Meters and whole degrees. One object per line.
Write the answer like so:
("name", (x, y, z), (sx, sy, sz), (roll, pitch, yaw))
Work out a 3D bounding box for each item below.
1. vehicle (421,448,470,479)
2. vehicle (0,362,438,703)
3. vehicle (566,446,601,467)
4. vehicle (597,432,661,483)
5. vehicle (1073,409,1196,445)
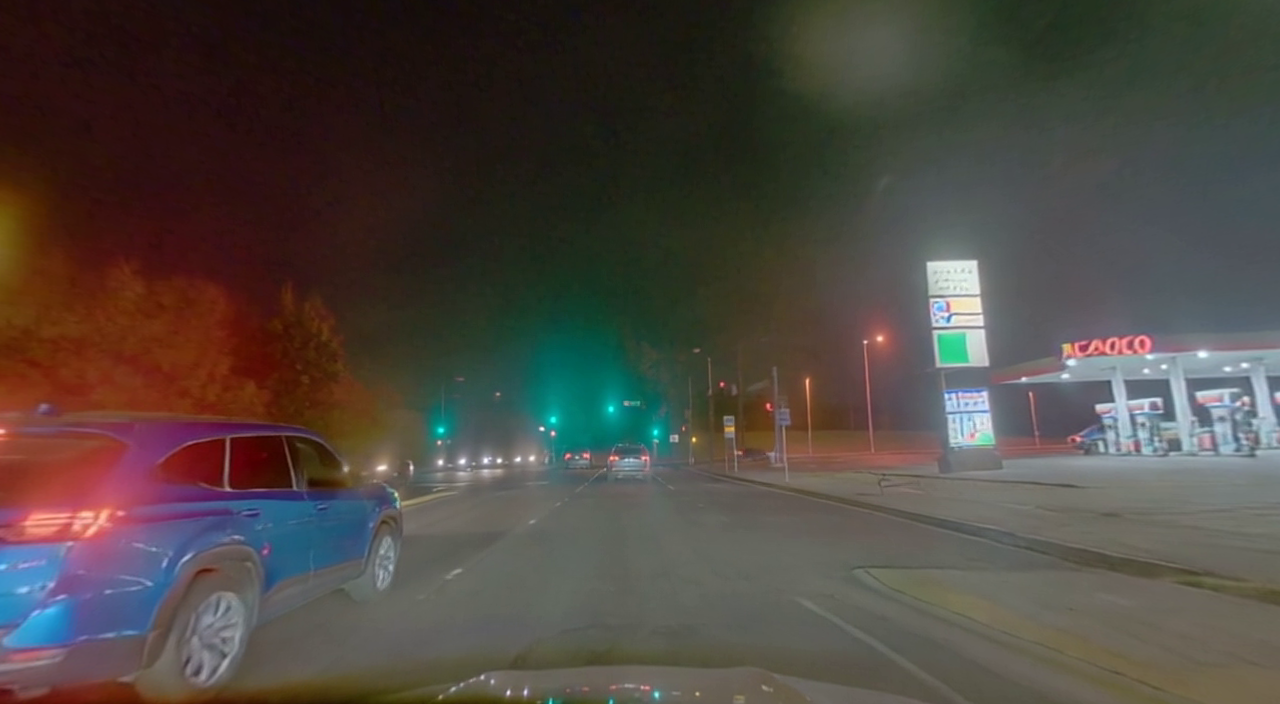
("vehicle", (-11.816, 6.763, 38.450), (1.943, 1.643, 4.167), (-2, -8, -4))
("vehicle", (-3.495, 1.265, 5.042), (2.247, 1.734, 4.919), (0, -8, -2))
("vehicle", (-4.273, 7.952, 48.169), (2.192, 1.458, 4.594), (0, -8, 0))
("vehicle", (-0.534, 4.633, 27.899), (2.552, 1.999, 5.498), (0, -8, -2))
("vehicle", (27.619, 4.225, 35.290), (5.102, 1.893, 2.120), (0, -9, -2))
